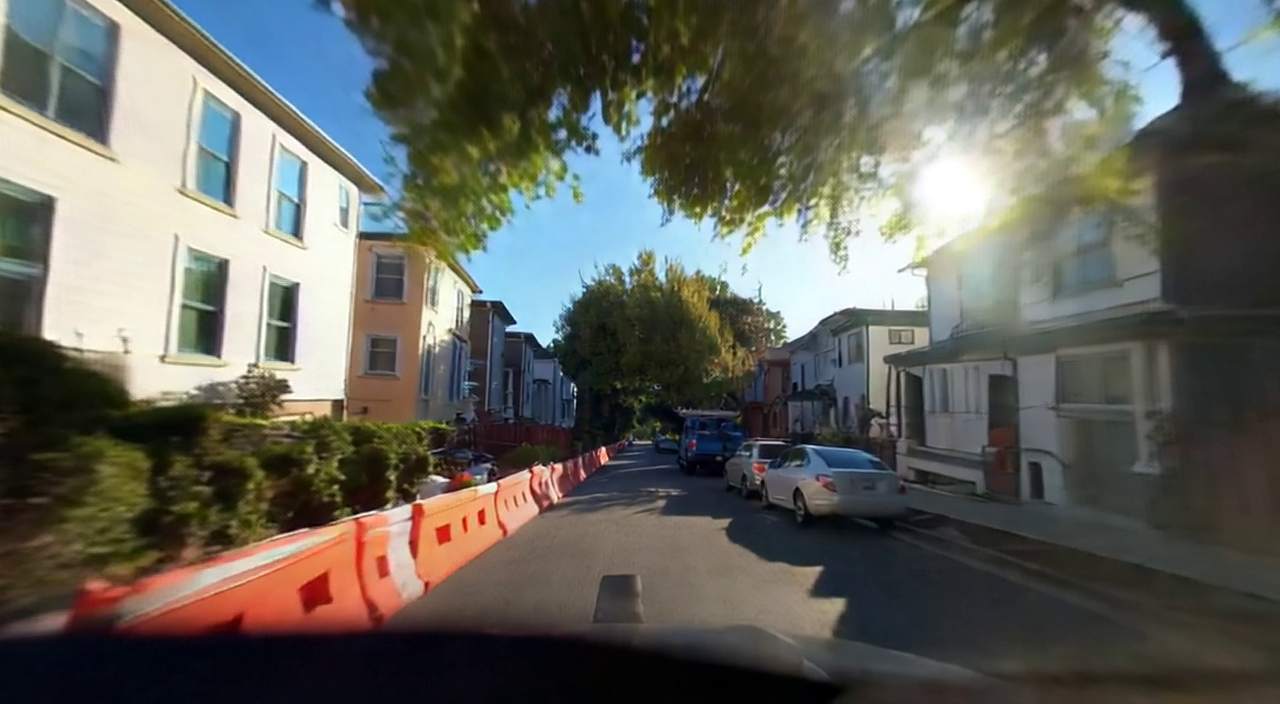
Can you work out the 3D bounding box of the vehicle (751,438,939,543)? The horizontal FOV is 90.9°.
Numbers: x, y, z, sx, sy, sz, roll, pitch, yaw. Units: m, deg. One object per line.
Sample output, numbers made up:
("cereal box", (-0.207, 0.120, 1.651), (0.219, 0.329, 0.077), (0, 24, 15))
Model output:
("vehicle", (3.248, 2.222, 10.967), (1.805, 1.436, 4.201), (0, -8, -1))
